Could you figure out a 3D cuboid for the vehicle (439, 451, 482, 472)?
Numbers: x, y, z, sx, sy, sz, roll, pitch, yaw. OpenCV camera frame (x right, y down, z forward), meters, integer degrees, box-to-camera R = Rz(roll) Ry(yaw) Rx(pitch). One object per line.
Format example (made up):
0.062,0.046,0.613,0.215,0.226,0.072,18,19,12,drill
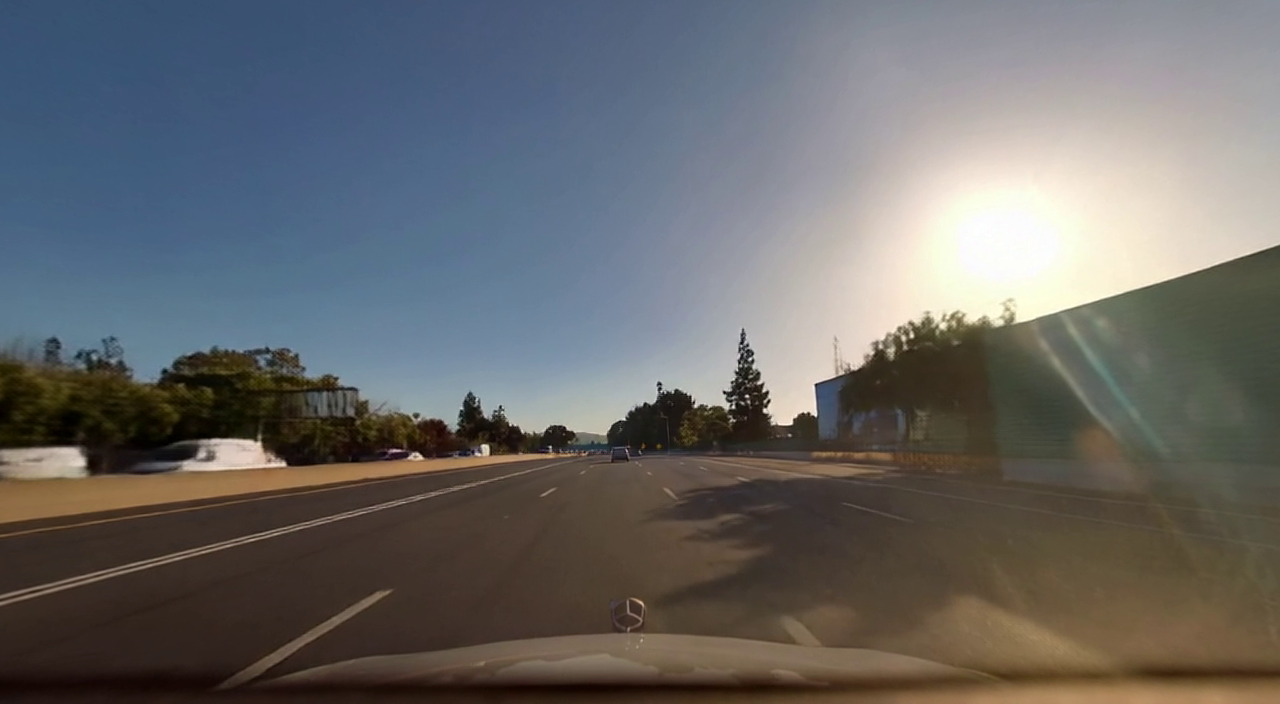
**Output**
-13.362,8.151,47.120,1.868,1.426,4.366,0,-9,0,vehicle

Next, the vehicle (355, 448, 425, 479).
-12.545,5.604,31.929,1.864,1.428,4.139,0,-9,-1,vehicle

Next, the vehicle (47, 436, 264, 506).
-12.255,3.042,16.492,1.947,1.533,4.756,0,-9,-1,vehicle
